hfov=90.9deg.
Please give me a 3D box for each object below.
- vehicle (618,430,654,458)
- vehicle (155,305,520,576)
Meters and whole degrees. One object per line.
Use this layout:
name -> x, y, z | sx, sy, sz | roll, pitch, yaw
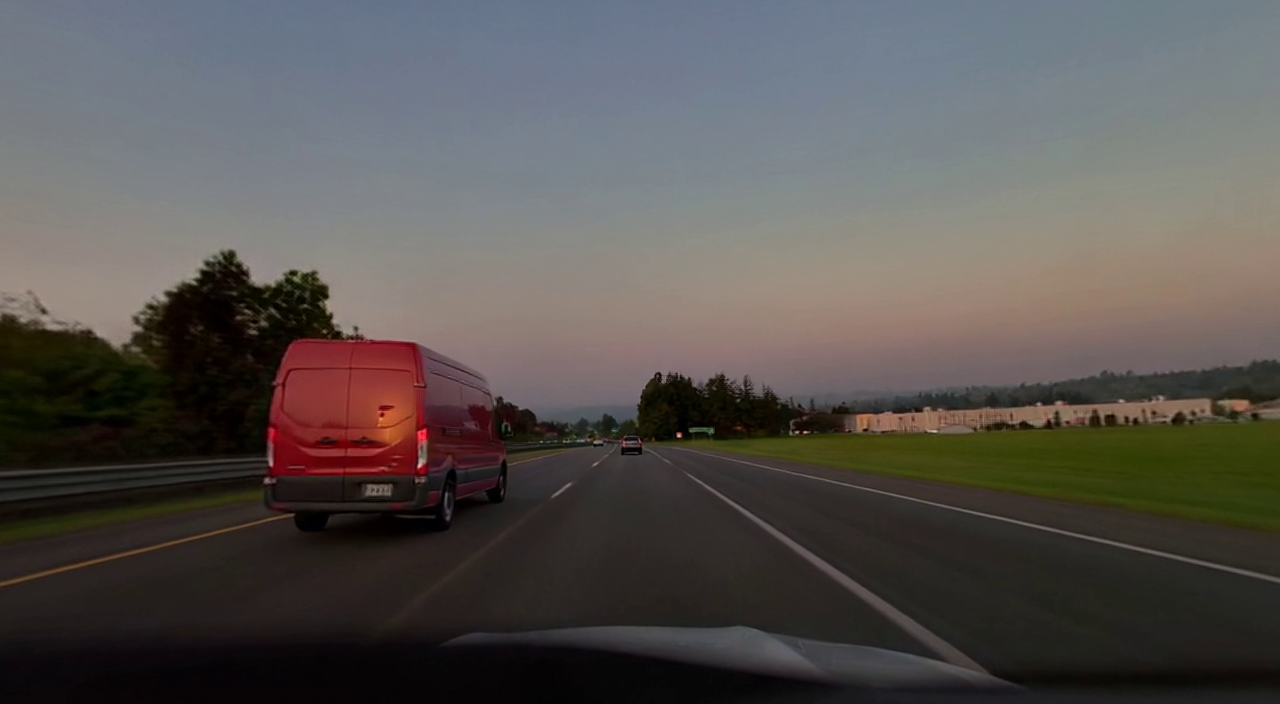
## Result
vehicle -> -0.272, 5.779, 39.631 | 2.104, 1.646, 4.176 | 0, -8, -1
vehicle -> -3.408, 1.204, 8.966 | 2.424, 2.577, 5.828 | 0, -8, -2
